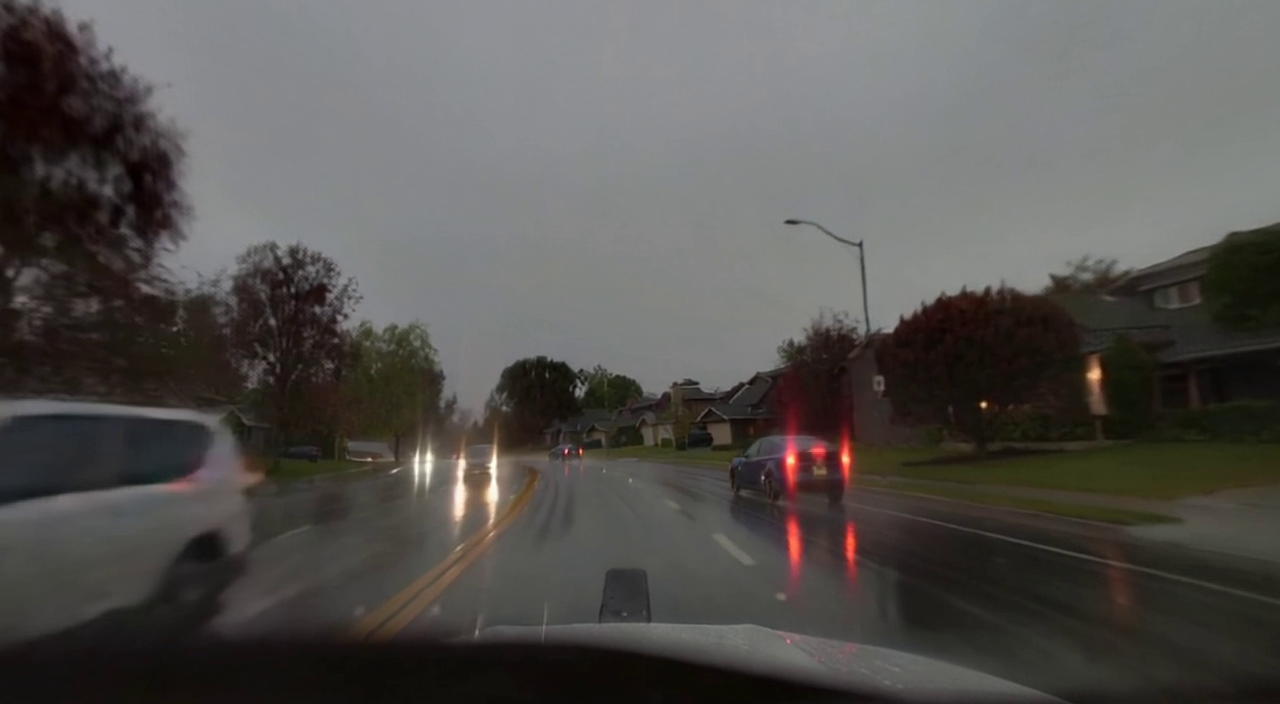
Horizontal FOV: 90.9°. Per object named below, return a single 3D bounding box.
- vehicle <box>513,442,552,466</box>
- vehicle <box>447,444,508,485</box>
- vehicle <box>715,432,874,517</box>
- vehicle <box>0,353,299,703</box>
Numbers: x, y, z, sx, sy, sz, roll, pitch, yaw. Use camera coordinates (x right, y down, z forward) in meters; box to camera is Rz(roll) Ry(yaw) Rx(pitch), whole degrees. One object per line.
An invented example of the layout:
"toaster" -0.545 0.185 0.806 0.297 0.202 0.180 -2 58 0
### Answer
"vehicle" -7.826 7.360 45.638 2.106 1.667 4.367 3 -9 -18
"vehicle" -6.362 4.415 25.136 1.985 1.470 4.305 1 -8 -10
"vehicle" 3.038 2.509 13.501 1.934 1.506 4.282 1 -8 -6
"vehicle" -4.217 0.987 3.313 2.316 1.845 4.805 0 -8 -3
